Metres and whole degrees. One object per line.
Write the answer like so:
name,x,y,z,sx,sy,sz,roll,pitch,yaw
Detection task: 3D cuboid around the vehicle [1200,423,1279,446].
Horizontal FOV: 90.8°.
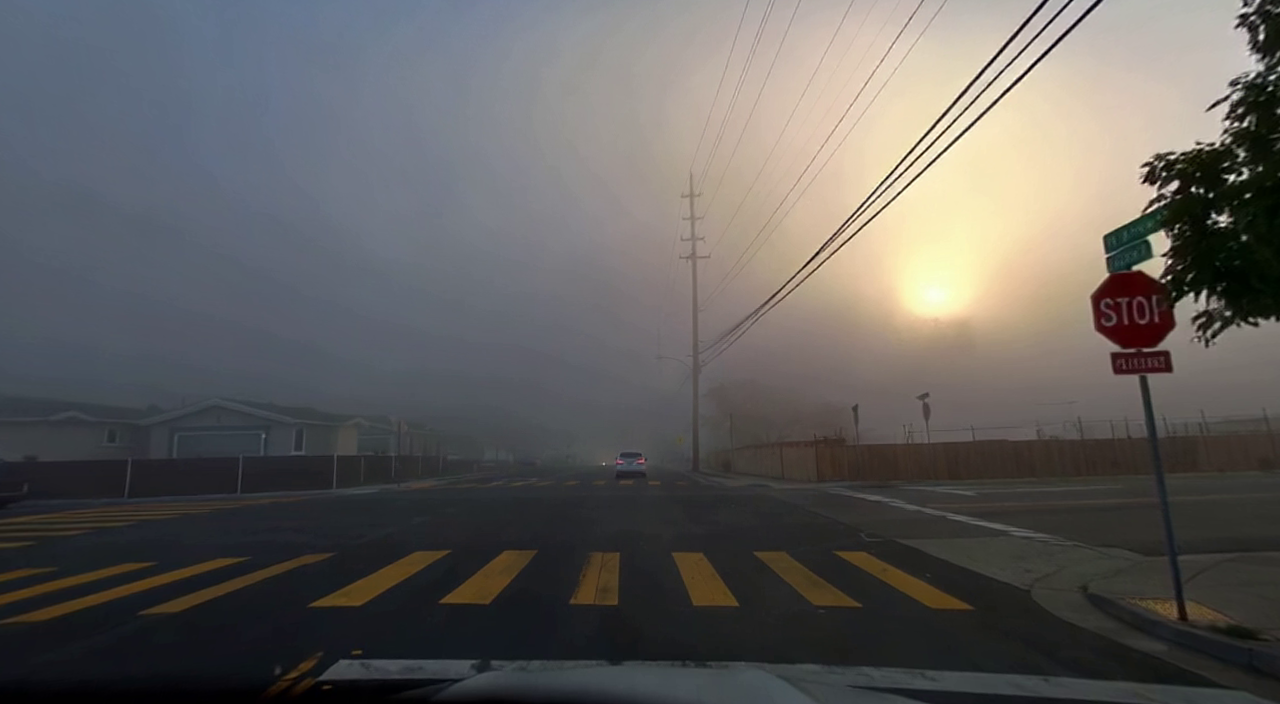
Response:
vehicle,44.578,6.056,46.282,2.251,1.596,5.193,-1,-8,0

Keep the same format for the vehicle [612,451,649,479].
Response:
vehicle,-0.492,6.630,37.287,2.064,1.477,3.968,0,-9,1
